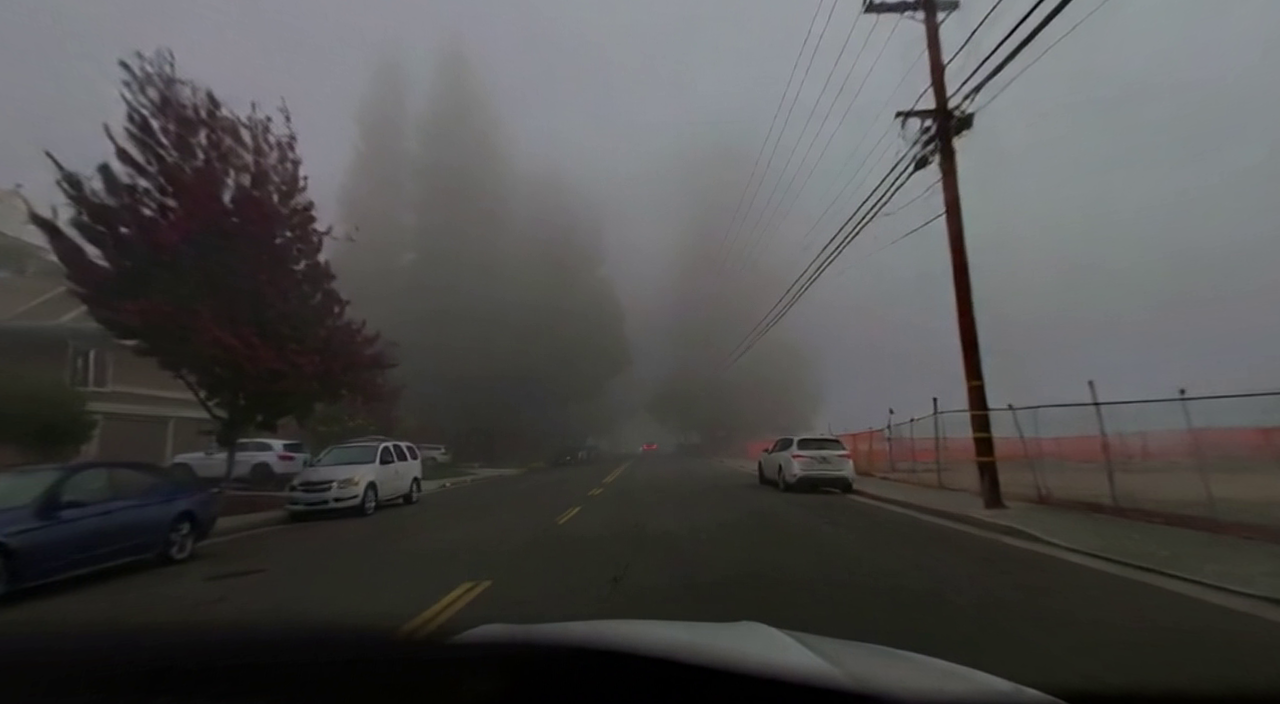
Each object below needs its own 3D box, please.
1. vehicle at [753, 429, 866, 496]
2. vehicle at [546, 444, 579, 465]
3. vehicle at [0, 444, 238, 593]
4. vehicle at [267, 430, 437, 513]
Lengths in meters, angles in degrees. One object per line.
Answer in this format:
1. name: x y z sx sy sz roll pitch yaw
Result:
1. vehicle: 4.437 2.966 17.284 1.902 1.542 4.099 -2 -8 0
2. vehicle: -5.964 7.993 49.310 1.771 1.512 4.281 -1 -9 4
3. vehicle: -7.514 1.957 7.939 2.041 1.480 4.474 -2 -9 -1
4. vehicle: -7.166 3.009 16.407 2.055 1.806 4.540 -1 -8 4
